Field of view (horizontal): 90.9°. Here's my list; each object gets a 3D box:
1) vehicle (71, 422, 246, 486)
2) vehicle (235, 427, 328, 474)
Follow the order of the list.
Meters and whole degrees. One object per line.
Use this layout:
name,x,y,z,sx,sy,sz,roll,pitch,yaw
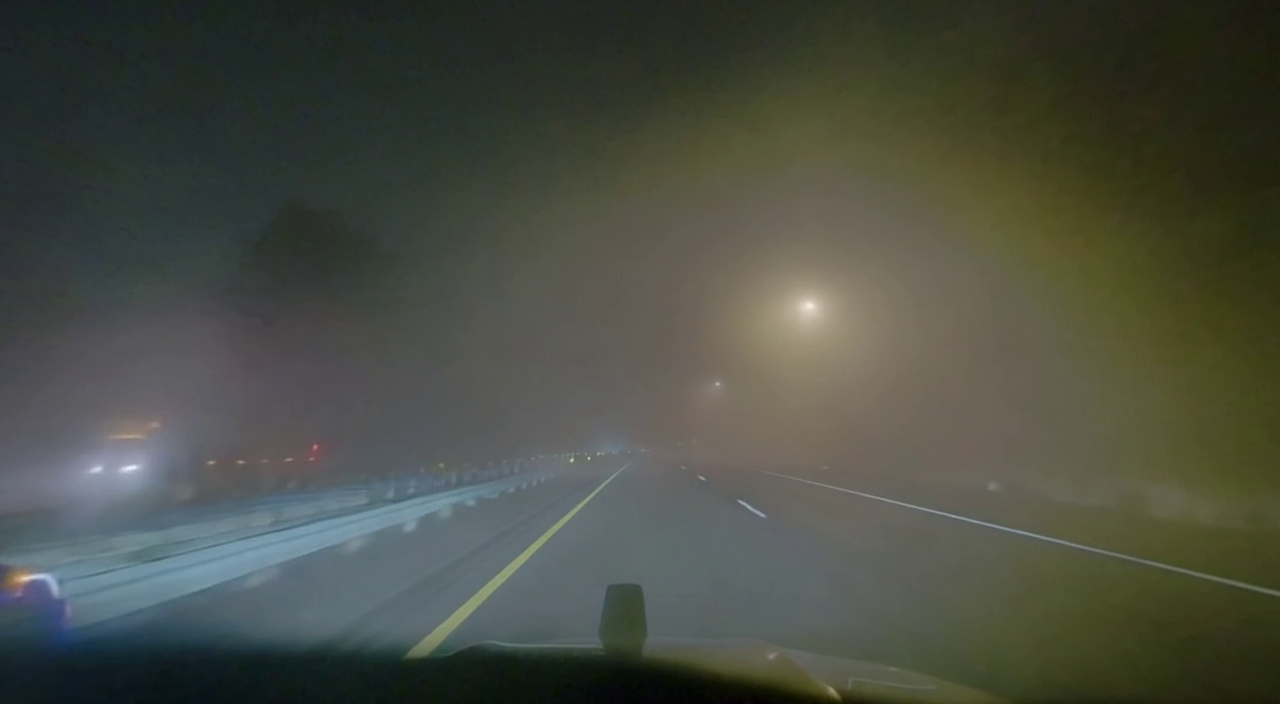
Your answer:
vehicle,-27.617,5.904,37.007,2.887,3.239,9.240,0,-8,0
vehicle,-27.483,7.591,48.809,2.698,3.293,7.299,-1,-8,1
